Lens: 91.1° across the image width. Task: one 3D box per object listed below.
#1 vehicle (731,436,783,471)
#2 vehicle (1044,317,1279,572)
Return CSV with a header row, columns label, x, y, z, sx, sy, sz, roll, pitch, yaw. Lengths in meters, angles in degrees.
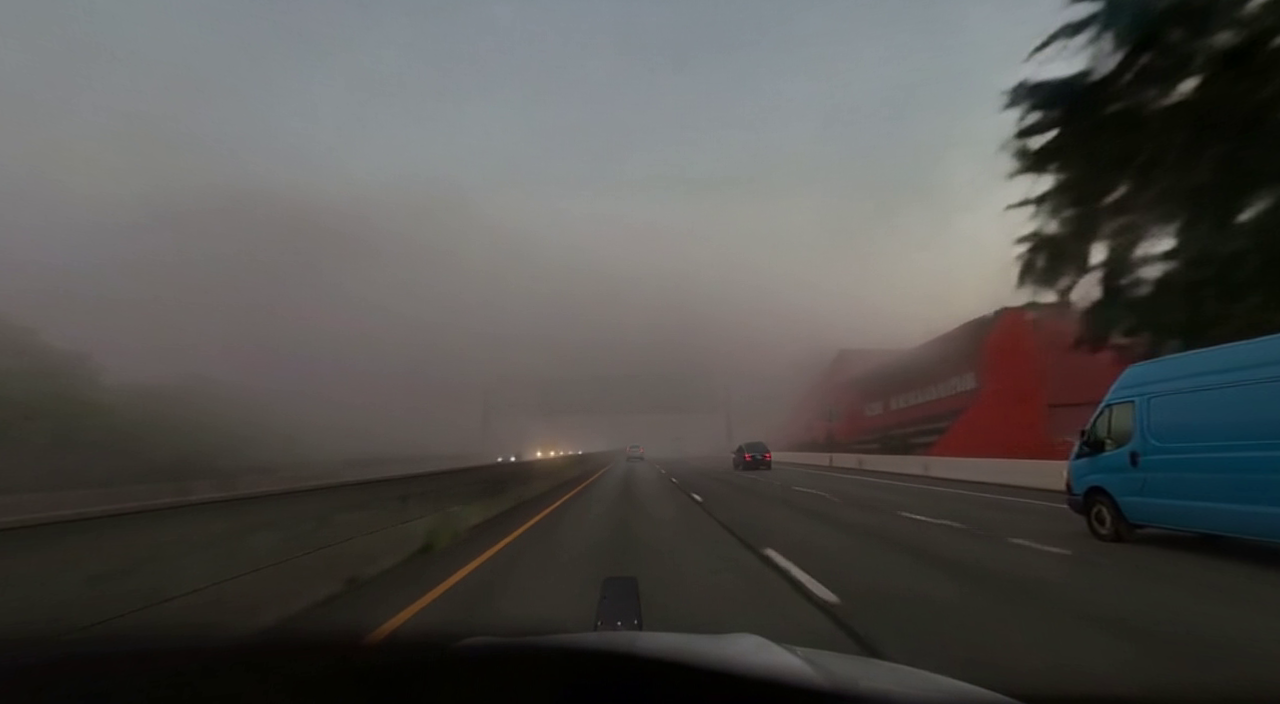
label,x,y,z,sx,sy,sz,roll,pitch,yaw
vehicle,7.087,6.219,38.680,2.156,1.943,5.010,0,-9,-1
vehicle,7.801,1.045,7.104,2.283,2.631,6.053,0,-9,-1
